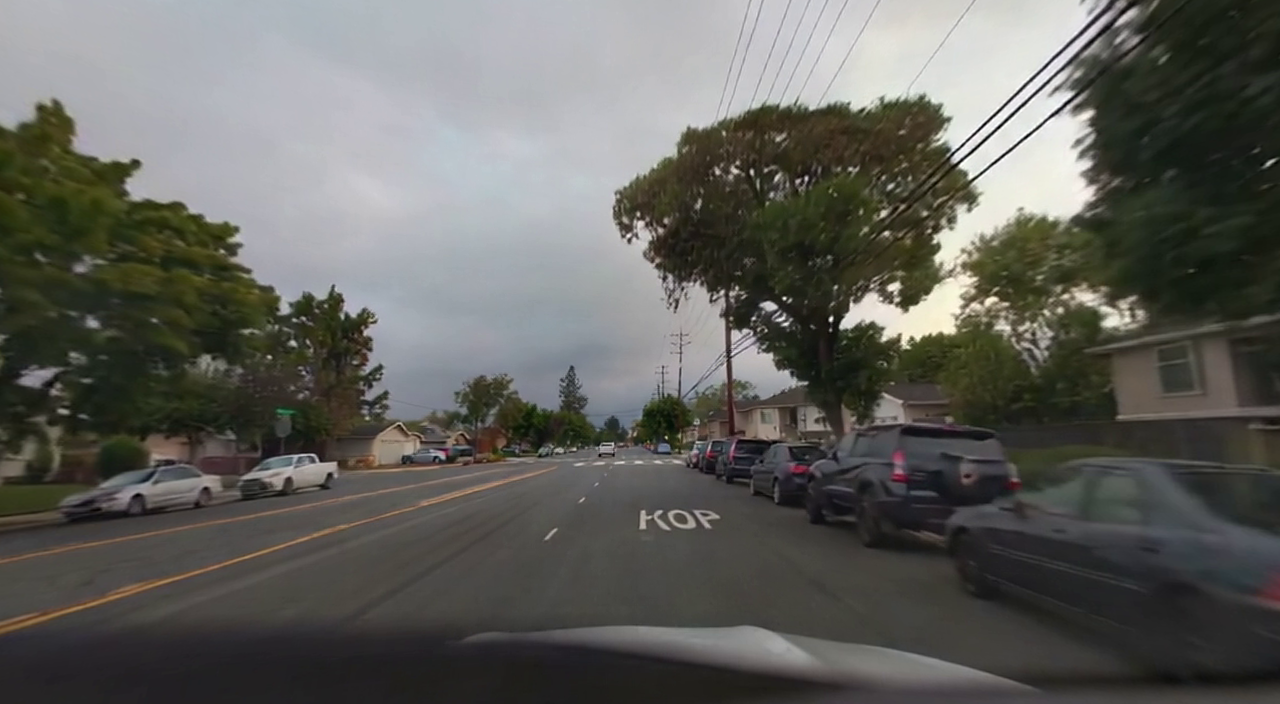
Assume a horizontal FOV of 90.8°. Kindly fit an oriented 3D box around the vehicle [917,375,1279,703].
[{"bbox_3d":[3.855,1.167,4.231,1.847,1.687,4.554,0,-9,-1],"label":"vehicle"}]

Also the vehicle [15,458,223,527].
[{"bbox_3d":[-13.678,3.663,17.034,1.909,1.496,4.421,0,-9,-2],"label":"vehicle"}]

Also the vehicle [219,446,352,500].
[{"bbox_3d":[-13.776,4.692,25.088,2.229,1.878,5.540,1,-9,-2],"label":"vehicle"}]
